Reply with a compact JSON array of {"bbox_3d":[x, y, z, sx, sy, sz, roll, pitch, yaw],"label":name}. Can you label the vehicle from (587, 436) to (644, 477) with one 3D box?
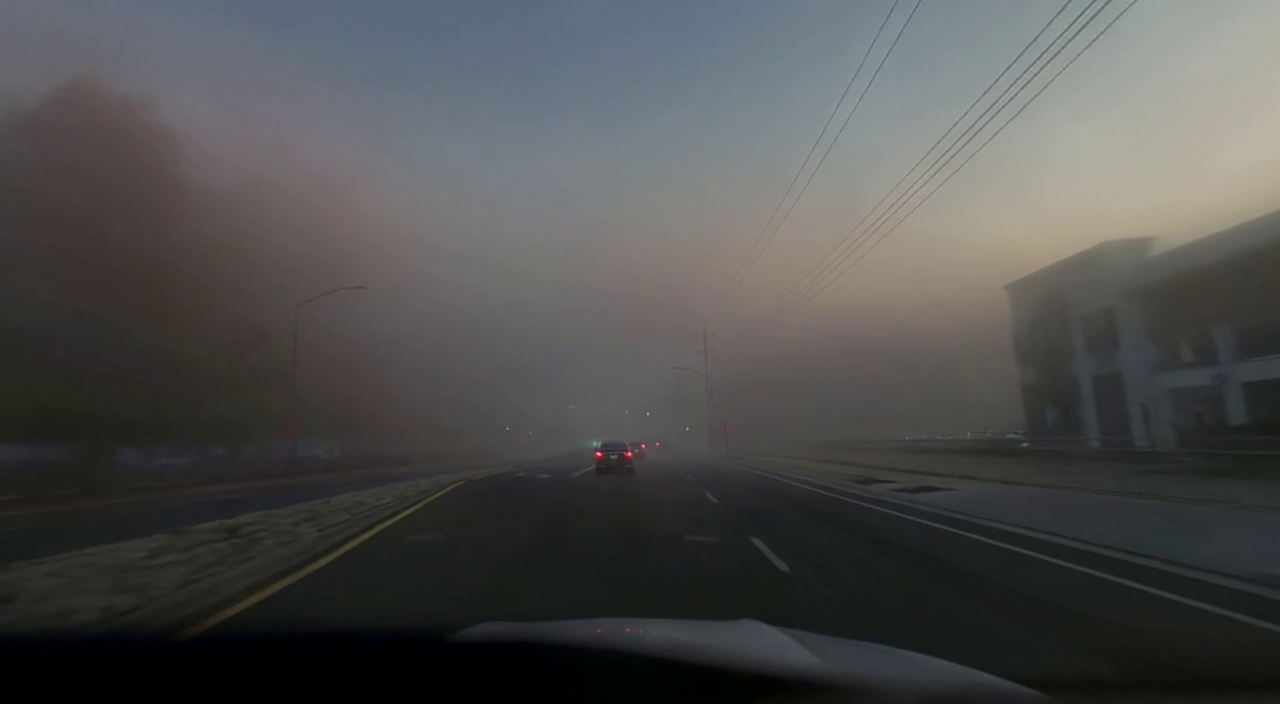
[{"bbox_3d":[-0.890,4.125,25.161,2.075,1.470,3.962,0,-8,0],"label":"vehicle"}]
